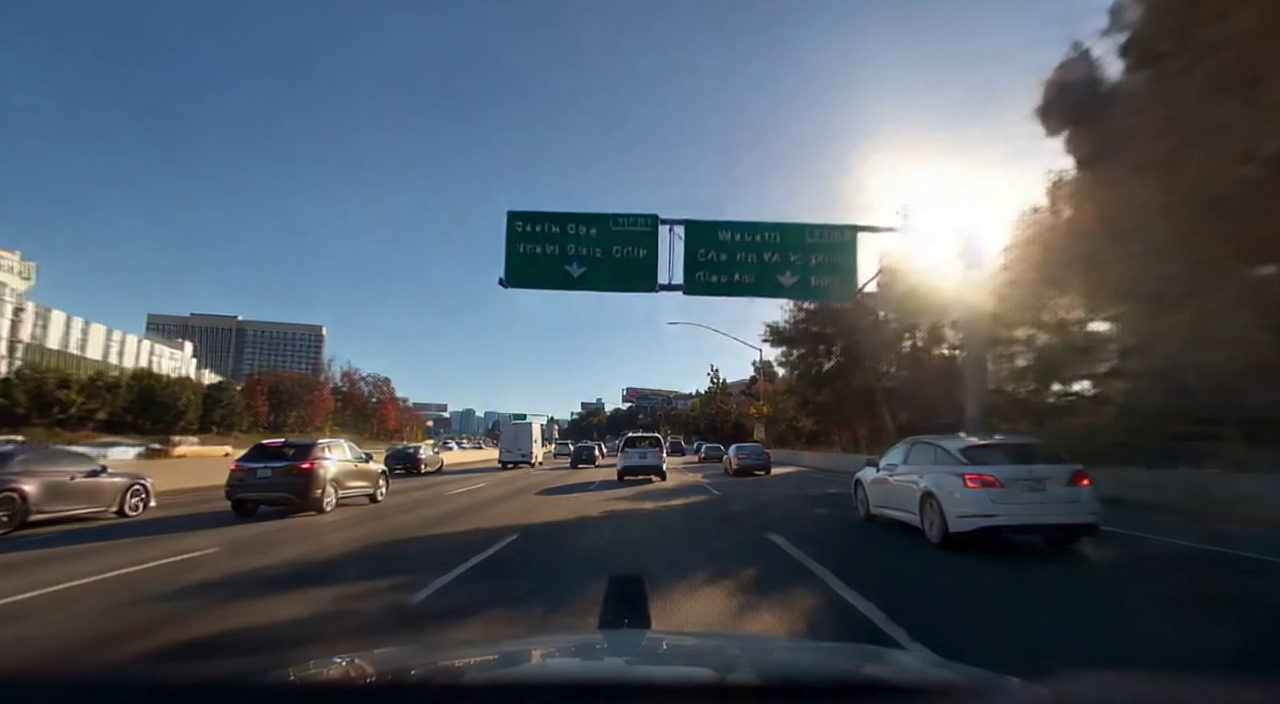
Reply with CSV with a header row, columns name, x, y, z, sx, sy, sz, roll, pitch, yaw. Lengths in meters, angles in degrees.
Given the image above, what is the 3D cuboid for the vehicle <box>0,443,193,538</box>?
name,x,y,z,sx,sy,sz,roll,pitch,yaw
vehicle,-10.894,2.413,11.567,1.970,1.441,4.555,0,-8,1

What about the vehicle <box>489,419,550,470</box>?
name,x,y,z,sx,sy,sz,roll,pitch,yaw
vehicle,-7.199,5.624,38.477,2.358,2.817,7.055,0,-8,0

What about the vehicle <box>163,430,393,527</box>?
name,x,y,z,sx,sy,sz,roll,pitch,yaw
vehicle,-7.021,2.461,12.958,2.021,1.632,4.417,0,-8,1

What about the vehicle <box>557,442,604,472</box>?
name,x,y,z,sx,sy,sz,roll,pitch,yaw
vehicle,-3.247,5.805,35.179,2.079,1.499,4.512,0,-8,1

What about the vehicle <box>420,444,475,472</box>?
name,x,y,z,sx,sy,sz,roll,pitch,yaw
vehicle,-10.997,6.074,36.282,1.923,1.480,3.905,0,-8,0

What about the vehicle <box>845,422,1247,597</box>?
name,x,y,z,sx,sy,sz,roll,pitch,yaw
vehicle,4.262,1.684,7.779,1.915,1.482,4.537,0,-8,0

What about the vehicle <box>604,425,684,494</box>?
name,x,y,z,sx,sy,sz,roll,pitch,yaw
vehicle,0.119,3.310,19.836,2.209,1.863,4.626,0,-8,1

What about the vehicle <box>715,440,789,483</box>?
name,x,y,z,sx,sy,sz,roll,pitch,yaw
vehicle,4.152,4.118,24.168,1.942,1.487,4.518,0,-8,-1
